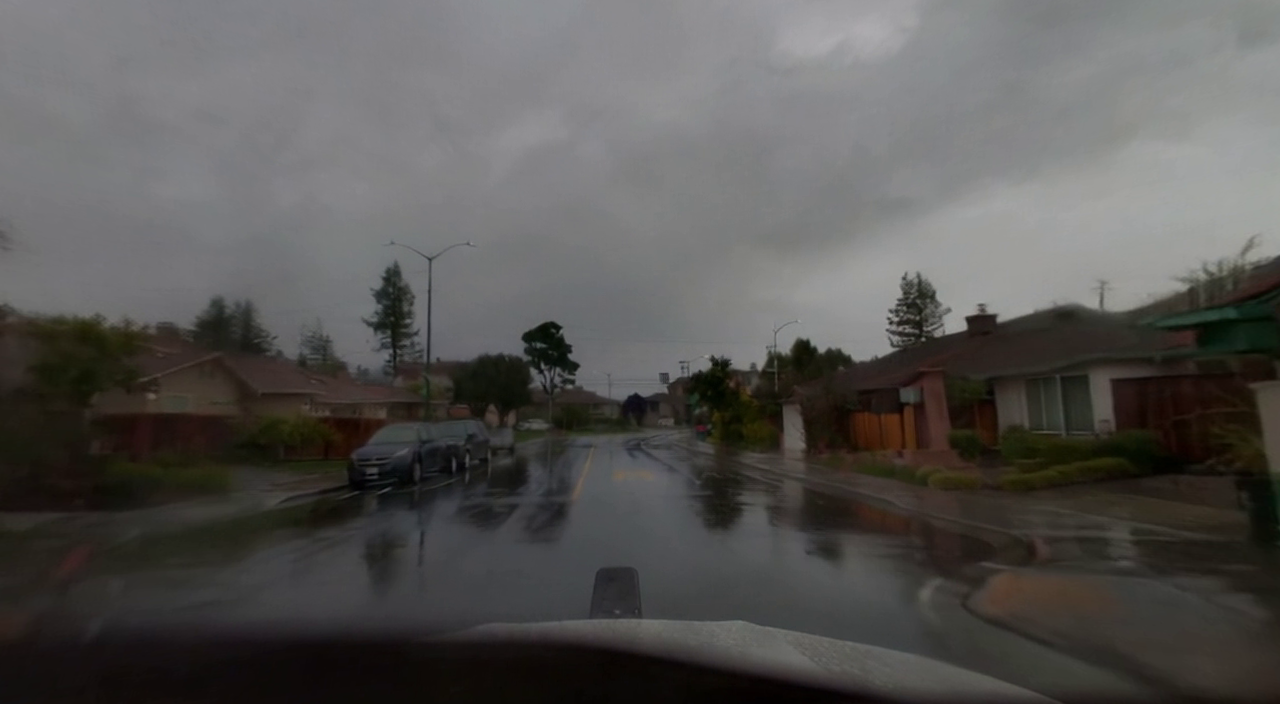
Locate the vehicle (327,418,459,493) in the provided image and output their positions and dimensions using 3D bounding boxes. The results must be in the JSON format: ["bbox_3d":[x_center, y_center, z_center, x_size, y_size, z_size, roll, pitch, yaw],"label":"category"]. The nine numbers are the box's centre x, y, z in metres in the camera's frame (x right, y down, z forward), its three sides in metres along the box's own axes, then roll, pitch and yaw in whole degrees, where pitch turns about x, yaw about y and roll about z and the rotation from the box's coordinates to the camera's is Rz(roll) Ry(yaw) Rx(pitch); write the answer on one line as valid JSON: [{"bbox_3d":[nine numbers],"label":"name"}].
[{"bbox_3d":[-6.549,2.776,17.310,2.147,1.780,4.165,0,-8,-4],"label":"vehicle"}]
